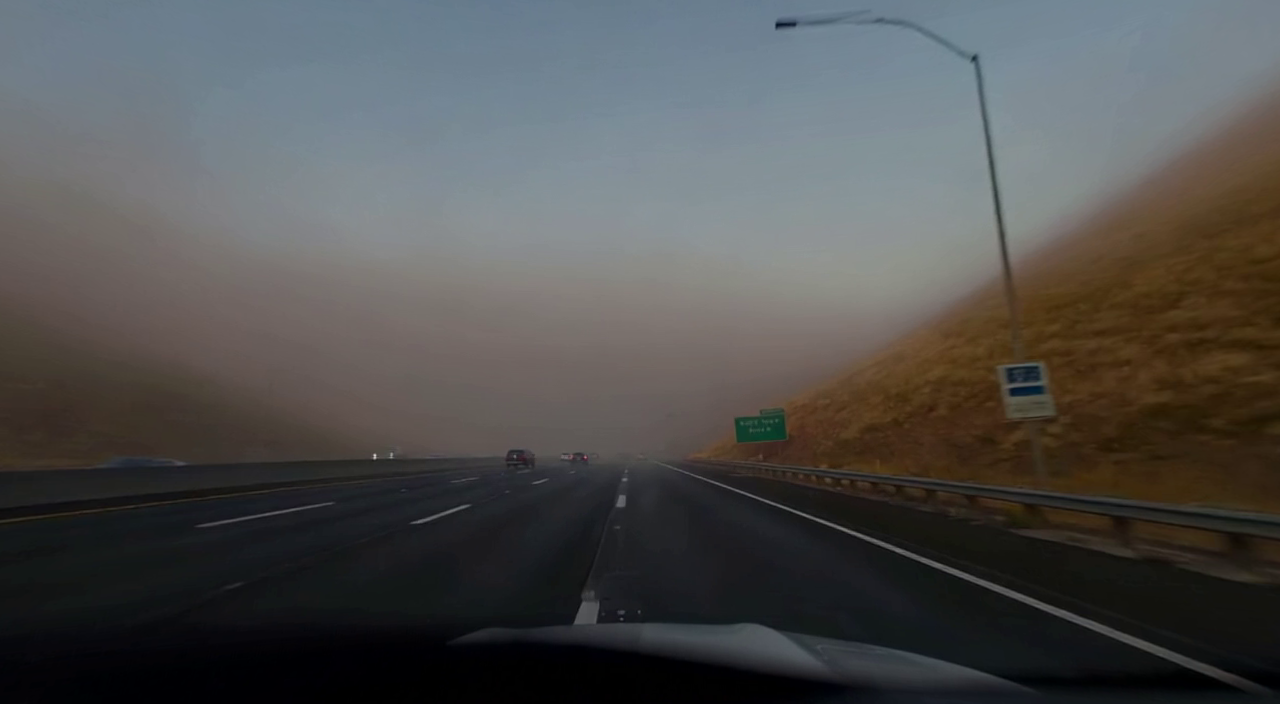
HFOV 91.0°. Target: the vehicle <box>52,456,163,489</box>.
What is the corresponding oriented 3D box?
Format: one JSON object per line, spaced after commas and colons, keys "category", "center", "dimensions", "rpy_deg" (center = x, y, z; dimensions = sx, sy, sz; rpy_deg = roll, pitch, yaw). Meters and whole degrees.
{"category": "vehicle", "center": [-26.600, 6.019, 31.656], "dimensions": [1.852, 1.481, 4.222], "rpy_deg": [0, -9, 0]}
